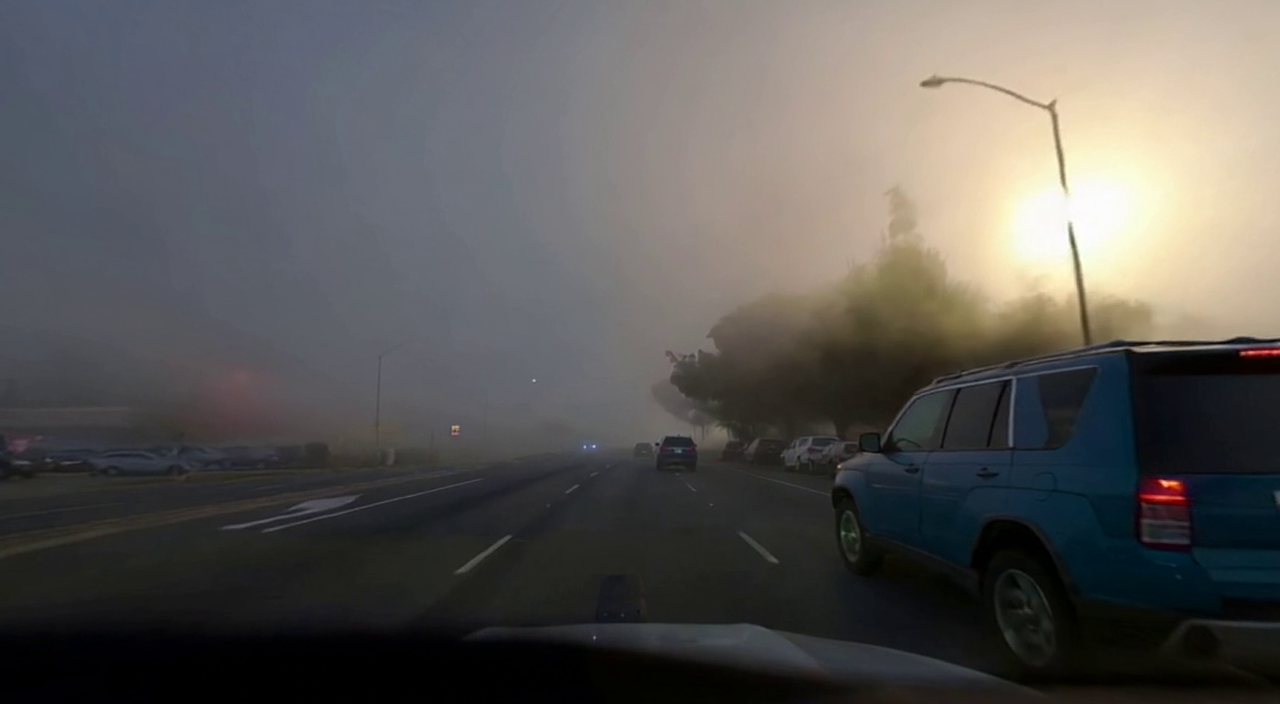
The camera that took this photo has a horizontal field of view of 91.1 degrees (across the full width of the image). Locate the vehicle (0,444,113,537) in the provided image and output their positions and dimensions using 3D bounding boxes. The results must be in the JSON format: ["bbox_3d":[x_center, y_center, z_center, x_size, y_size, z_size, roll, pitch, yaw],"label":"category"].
[{"bbox_3d":[-11.277,2.215,9.978,1.942,1.473,4.506,0,-8,-1],"label":"vehicle"}]

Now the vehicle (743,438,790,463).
[{"bbox_3d":[7.743,6.078,38.824,1.895,1.437,4.890,0,-8,0],"label":"vehicle"}]

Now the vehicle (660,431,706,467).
[{"bbox_3d":[2.347,5.454,35.506,2.317,1.857,5.150,0,-8,1],"label":"vehicle"}]

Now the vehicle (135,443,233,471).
[{"bbox_3d":[-27.051,6.241,37.521,1.929,1.537,5.124,0,-8,1],"label":"vehicle"}]

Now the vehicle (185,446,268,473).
[{"bbox_3d":[-24.335,6.327,37.147,1.822,1.466,4.445,0,-8,1],"label":"vehicle"}]

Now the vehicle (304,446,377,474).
[{"bbox_3d":[-17.147,6.199,36.234,1.962,1.496,4.431,0,-8,1],"label":"vehicle"}]

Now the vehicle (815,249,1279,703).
[{"bbox_3d":[3.063,0.942,4.515,2.246,1.963,4.777,0,-8,0],"label":"vehicle"}]
